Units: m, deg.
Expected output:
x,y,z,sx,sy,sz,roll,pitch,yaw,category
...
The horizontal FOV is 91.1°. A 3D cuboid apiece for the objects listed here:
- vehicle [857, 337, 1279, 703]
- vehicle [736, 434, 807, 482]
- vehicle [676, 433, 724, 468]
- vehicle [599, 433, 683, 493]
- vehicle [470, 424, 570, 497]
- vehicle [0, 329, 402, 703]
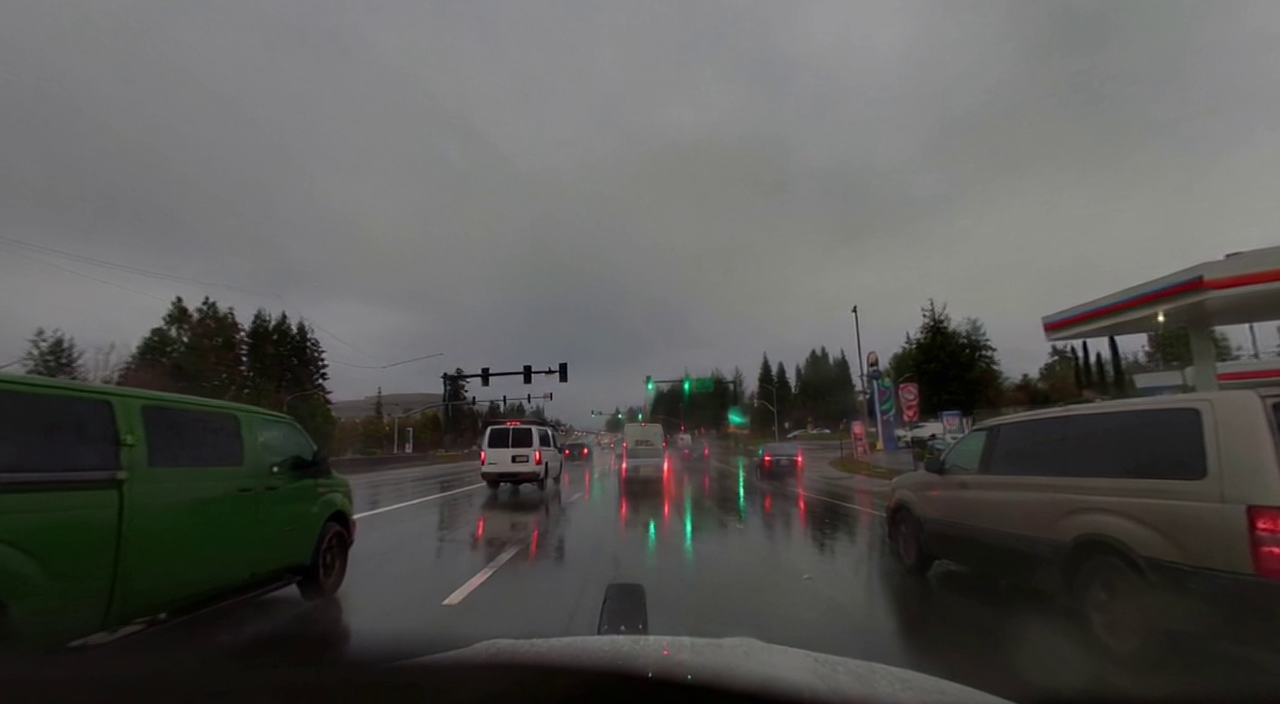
x,y,z,sx,sy,sz,roll,pitch,yaw,category
3.602,1.170,4.893,2.055,1.786,4.817,0,-8,0,vehicle
5.031,4.124,24.712,2.119,1.696,4.623,-1,-8,4,vehicle
3.315,5.594,35.768,2.193,1.795,5.130,0,-8,0,vehicle
0.049,3.621,20.947,2.426,1.703,5.602,0,-8,0,vehicle
-3.510,3.293,19.479,2.025,1.936,4.995,0,-8,1,vehicle
-3.498,0.989,3.806,2.002,1.747,5.173,0,-8,1,vehicle
